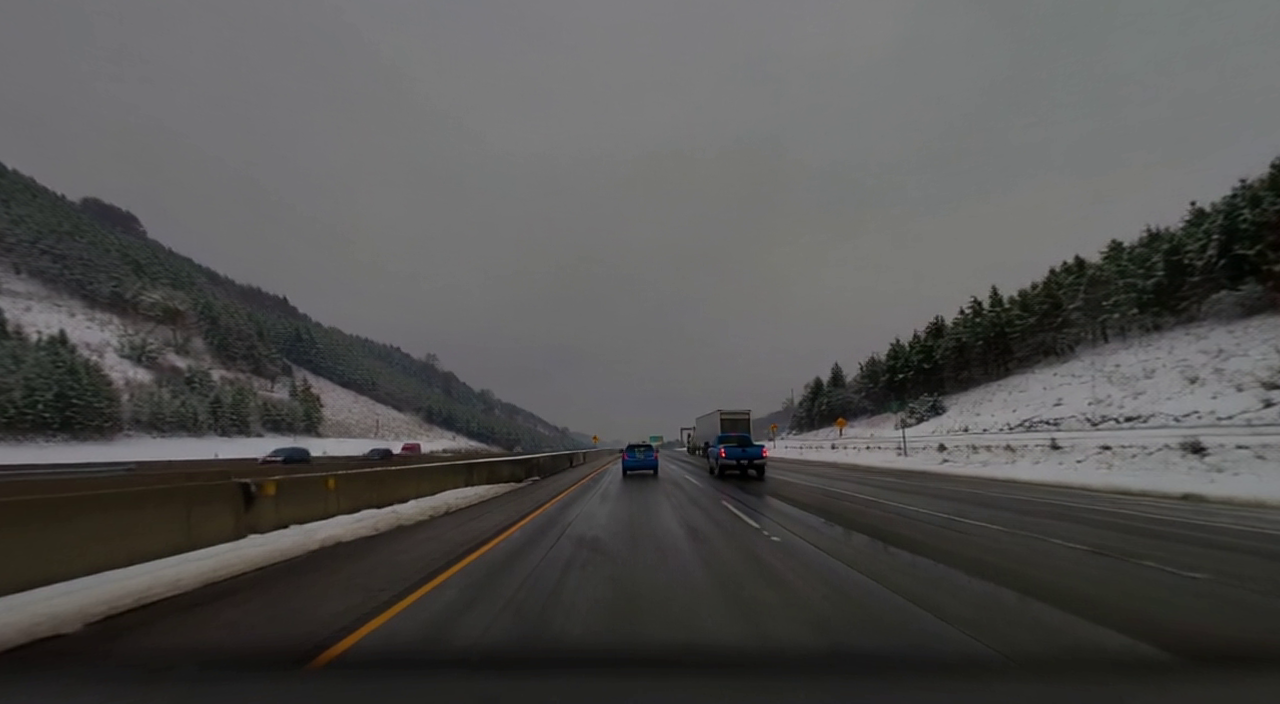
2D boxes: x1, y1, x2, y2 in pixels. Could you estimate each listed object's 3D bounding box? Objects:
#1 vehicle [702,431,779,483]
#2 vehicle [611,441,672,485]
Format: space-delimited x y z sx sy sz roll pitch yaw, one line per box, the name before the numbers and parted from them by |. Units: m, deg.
vehicle | 3.742 4.029 24.405 2.098 1.794 4.561 0 -9 -2
vehicle | 0.013 4.088 23.607 2.083 1.477 3.965 0 -9 -1
